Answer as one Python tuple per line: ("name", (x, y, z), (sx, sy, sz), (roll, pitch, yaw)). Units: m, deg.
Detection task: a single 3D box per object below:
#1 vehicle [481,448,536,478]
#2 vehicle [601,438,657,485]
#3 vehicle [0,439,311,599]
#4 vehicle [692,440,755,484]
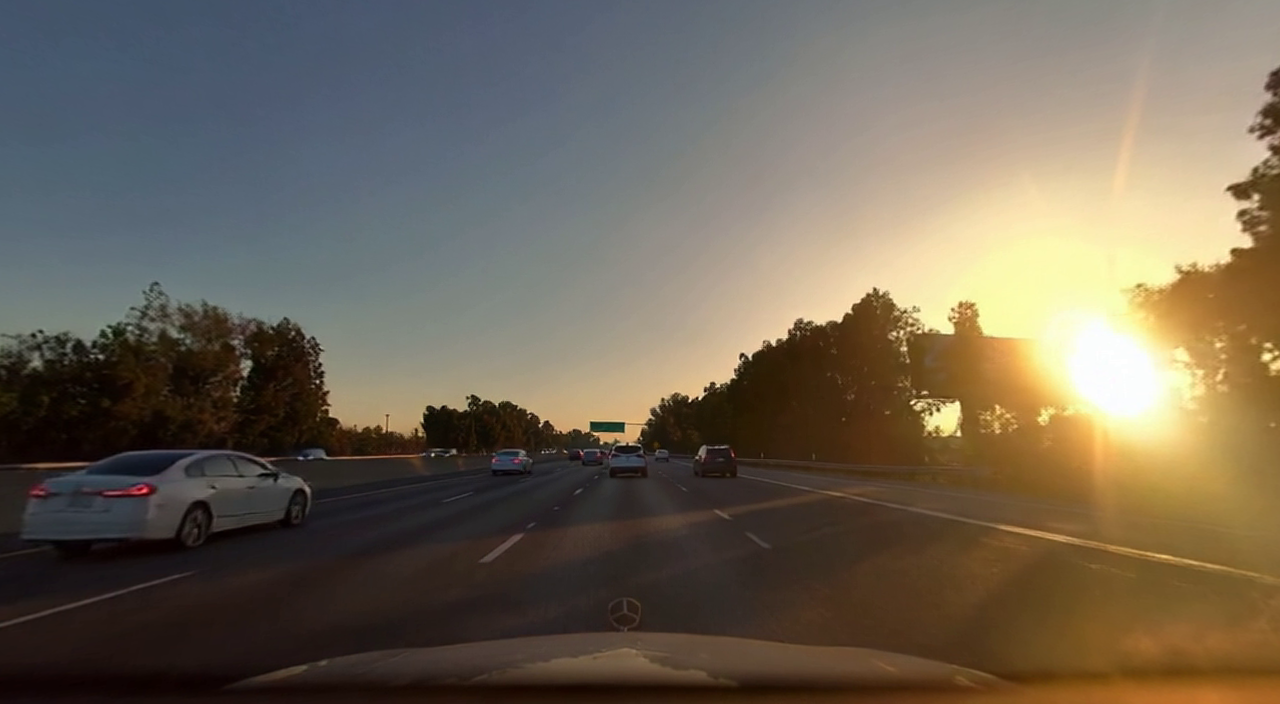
("vehicle", (-7.019, 5.934, 34.022), (1.892, 1.468, 4.792), (0, -9, 0))
("vehicle", (-0.447, 4.517, 26.348), (2.127, 1.749, 4.776), (0, -9, -1))
("vehicle", (-6.640, 1.957, 8.427), (1.918, 1.509, 4.736), (0, -9, 0))
("vehicle", (3.436, 4.631, 26.859), (1.925, 1.716, 4.378), (0, -9, -2))
